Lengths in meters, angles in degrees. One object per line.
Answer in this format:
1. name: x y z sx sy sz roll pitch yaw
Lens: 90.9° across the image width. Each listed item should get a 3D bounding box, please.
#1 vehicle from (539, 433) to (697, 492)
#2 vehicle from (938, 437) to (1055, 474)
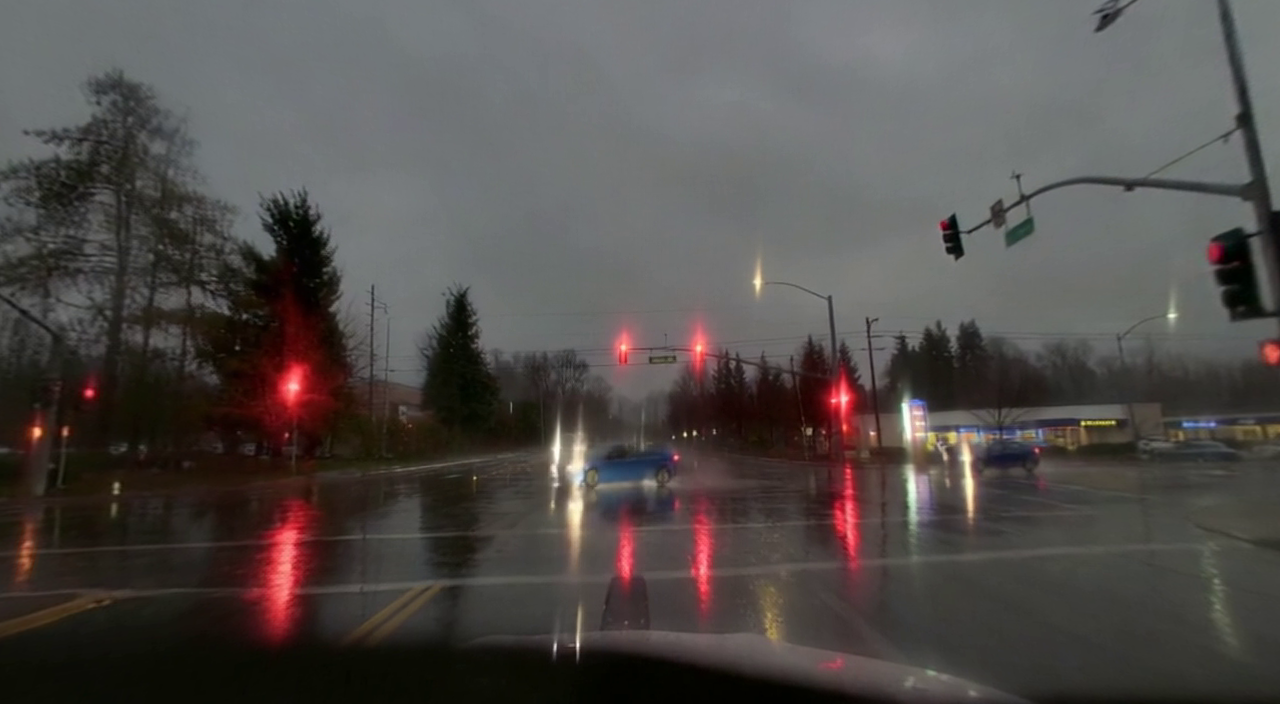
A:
1. vehicle: -0.508 3.128 18.273 1.864 1.482 4.528 -8 -12 44
2. vehicle: 15.409 4.447 27.248 4.377 1.523 1.877 3 -9 -19
